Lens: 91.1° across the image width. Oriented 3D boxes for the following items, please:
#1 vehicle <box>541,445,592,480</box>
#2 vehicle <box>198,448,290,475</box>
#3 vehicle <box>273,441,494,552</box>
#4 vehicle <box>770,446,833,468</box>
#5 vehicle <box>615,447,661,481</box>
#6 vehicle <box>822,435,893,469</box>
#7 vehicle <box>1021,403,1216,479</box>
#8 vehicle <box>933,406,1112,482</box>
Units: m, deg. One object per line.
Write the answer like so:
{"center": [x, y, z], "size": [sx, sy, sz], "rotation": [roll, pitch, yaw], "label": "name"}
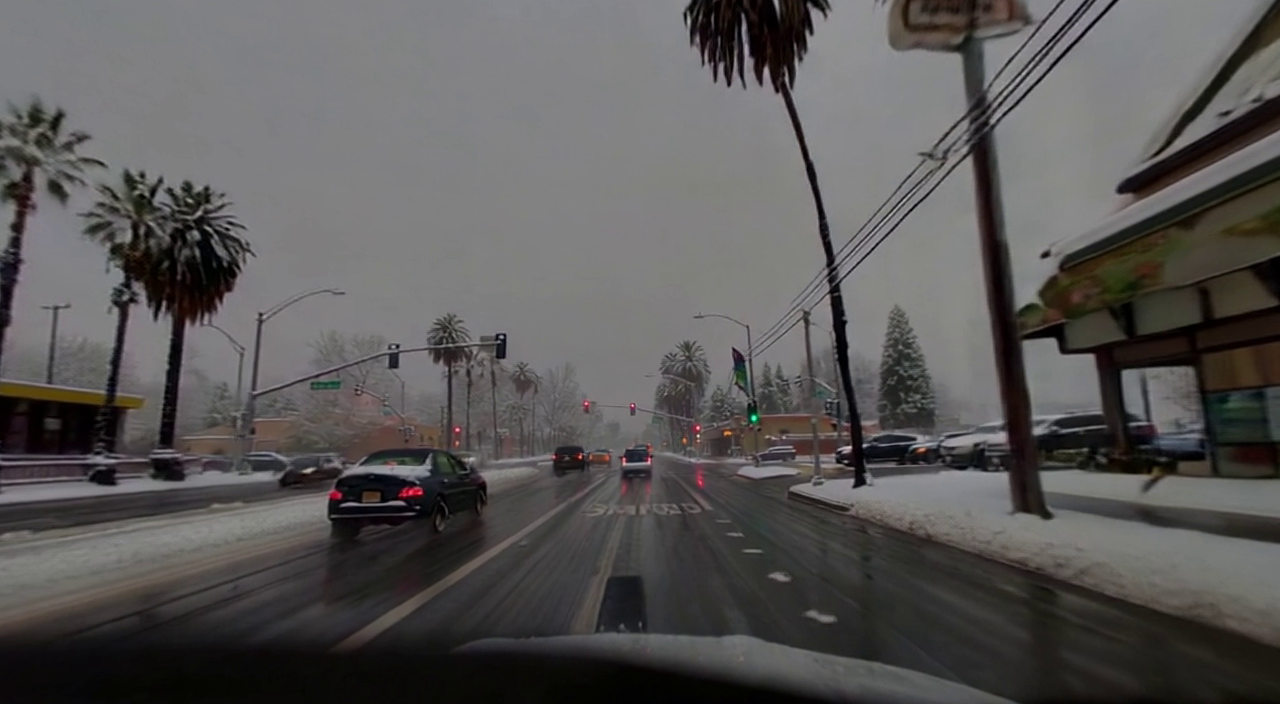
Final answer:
{"center": [-3.648, 5.554, 31.794], "size": [1.979, 1.634, 3.957], "rotation": [-1, -8, 2], "label": "vehicle"}
{"center": [-30.870, 8.554, 49.015], "size": [5.616, 1.927, 2.324], "rotation": [-1, -8, 2], "label": "vehicle"}
{"center": [-4.077, 2.333, 10.960], "size": [1.904, 1.513, 4.410], "rotation": [0, -9, 1], "label": "vehicle"}
{"center": [11.570, 7.492, 44.936], "size": [3.980, 1.486, 2.059], "rotation": [5, -10, -30], "label": "vehicle"}
{"center": [-0.038, 5.453, 30.792], "size": [2.094, 1.496, 4.070], "rotation": [0, -8, 1], "label": "vehicle"}
{"center": [11.141, 5.142, 32.499], "size": [1.982, 1.623, 4.211], "rotation": [0, -9, -2], "label": "vehicle"}
{"center": [13.887, 2.695, 18.713], "size": [2.003, 1.910, 4.725], "rotation": [-2, -9, 0], "label": "vehicle"}
{"center": [11.104, 2.783, 18.870], "size": [2.111, 1.875, 5.301], "rotation": [-2, -9, 1], "label": "vehicle"}
